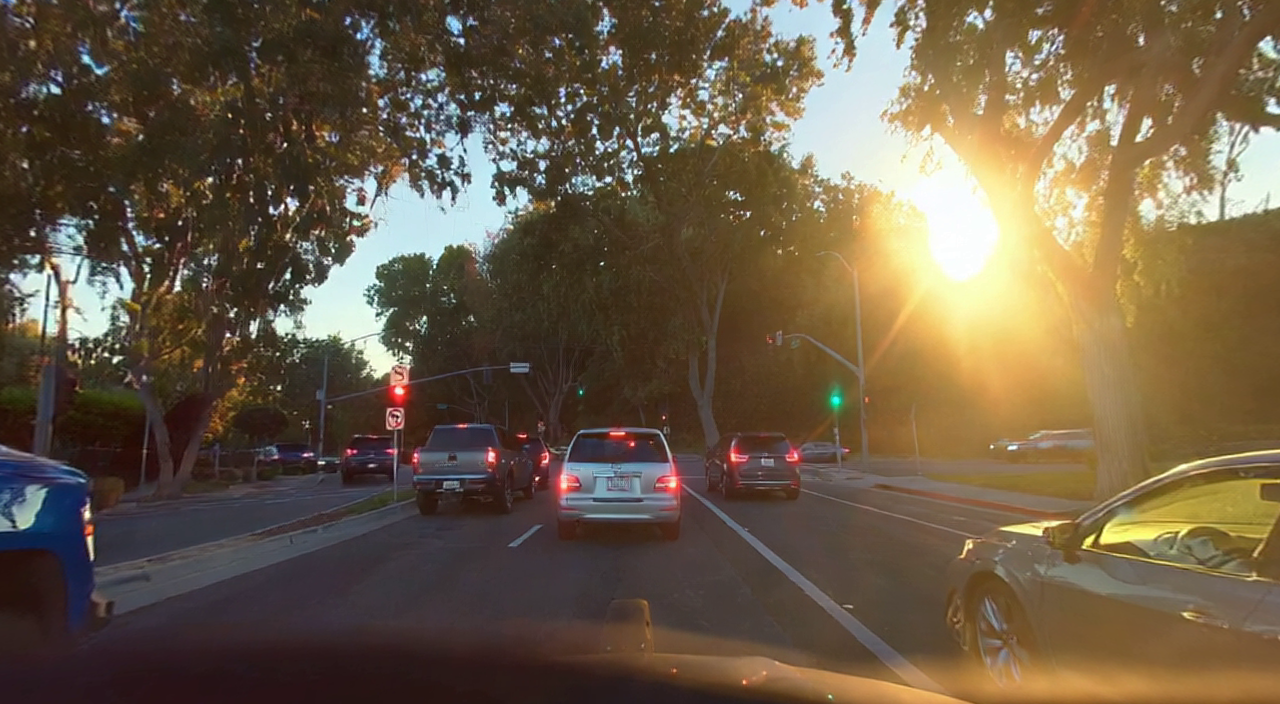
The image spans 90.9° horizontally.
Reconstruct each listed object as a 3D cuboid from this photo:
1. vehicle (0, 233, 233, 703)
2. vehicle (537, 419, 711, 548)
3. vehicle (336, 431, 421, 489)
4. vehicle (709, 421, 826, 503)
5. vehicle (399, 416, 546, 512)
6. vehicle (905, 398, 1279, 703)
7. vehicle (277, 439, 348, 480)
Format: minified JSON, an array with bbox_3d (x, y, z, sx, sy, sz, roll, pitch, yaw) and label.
[{"bbox_3d":[-3.477,0.360,0.310,2.656,2.021,5.800,0,-8,0],"label":"vehicle"},{"bbox_3d":[-0.218,1.935,9.886,2.194,1.607,3.690,0,-8,0],"label":"vehicle"},{"bbox_3d":[-9.081,3.750,22.297,2.088,1.787,4.728,2,-9,-15],"label":"vehicle"},{"bbox_3d":[3.140,2.839,16.636,2.102,1.841,4.587,0,-8,0],"label":"vehicle"},{"bbox_3d":[-3.622,2.529,14.667,2.089,1.857,4.488,0,-8,1],"label":"vehicle"},{"bbox_3d":[3.014,0.963,2.511,1.874,1.477,4.698,0,-8,0],"label":"vehicle"},{"bbox_3d":[-16.092,5.183,30.819,2.256,1.799,4.831,6,-10,-36],"label":"vehicle"}]
